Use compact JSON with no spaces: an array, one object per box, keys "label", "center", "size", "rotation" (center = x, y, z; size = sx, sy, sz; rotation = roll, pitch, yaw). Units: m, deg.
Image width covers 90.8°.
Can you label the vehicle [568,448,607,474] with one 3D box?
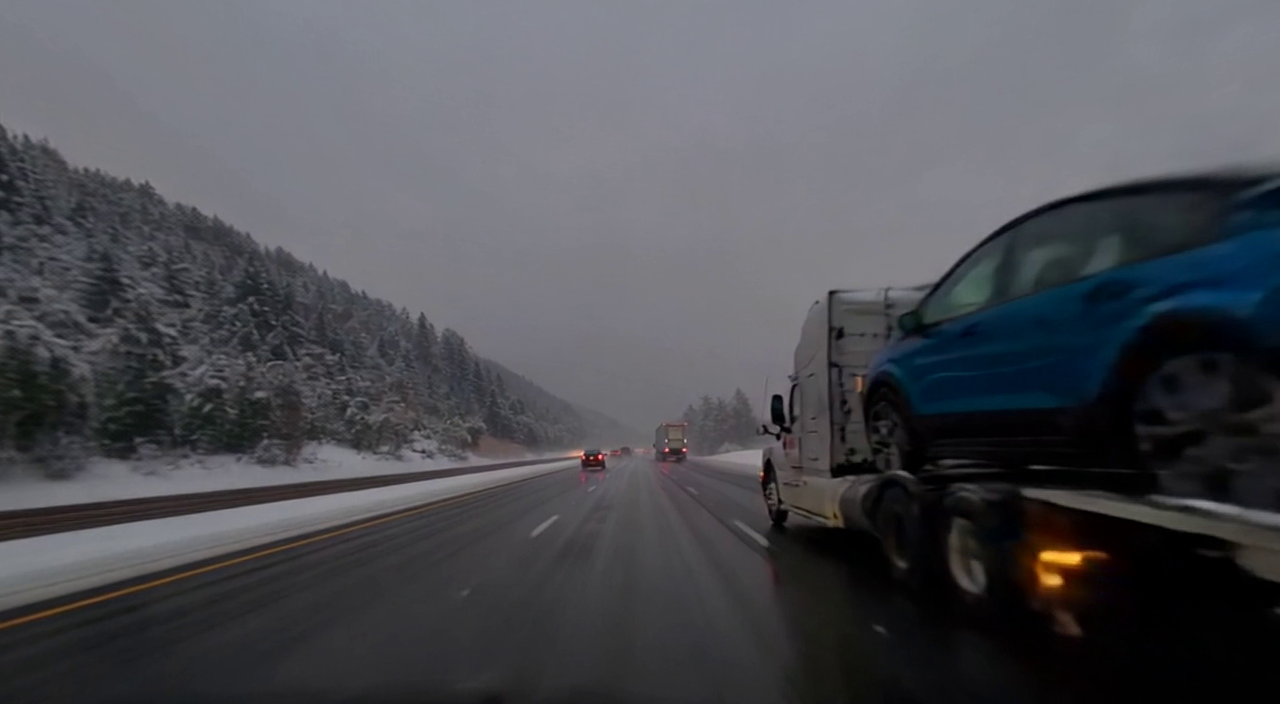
[{"label":"vehicle","center":[-3.317,6.974,40.614],"size":[2.091,1.522,4.301],"rotation":[0,-9,0]}]

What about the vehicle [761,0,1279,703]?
[{"label":"vehicle","center":[3.724,0.384,6.364],"size":[3.046,3.762,9.803],"rotation":[0,-9,0]}]
